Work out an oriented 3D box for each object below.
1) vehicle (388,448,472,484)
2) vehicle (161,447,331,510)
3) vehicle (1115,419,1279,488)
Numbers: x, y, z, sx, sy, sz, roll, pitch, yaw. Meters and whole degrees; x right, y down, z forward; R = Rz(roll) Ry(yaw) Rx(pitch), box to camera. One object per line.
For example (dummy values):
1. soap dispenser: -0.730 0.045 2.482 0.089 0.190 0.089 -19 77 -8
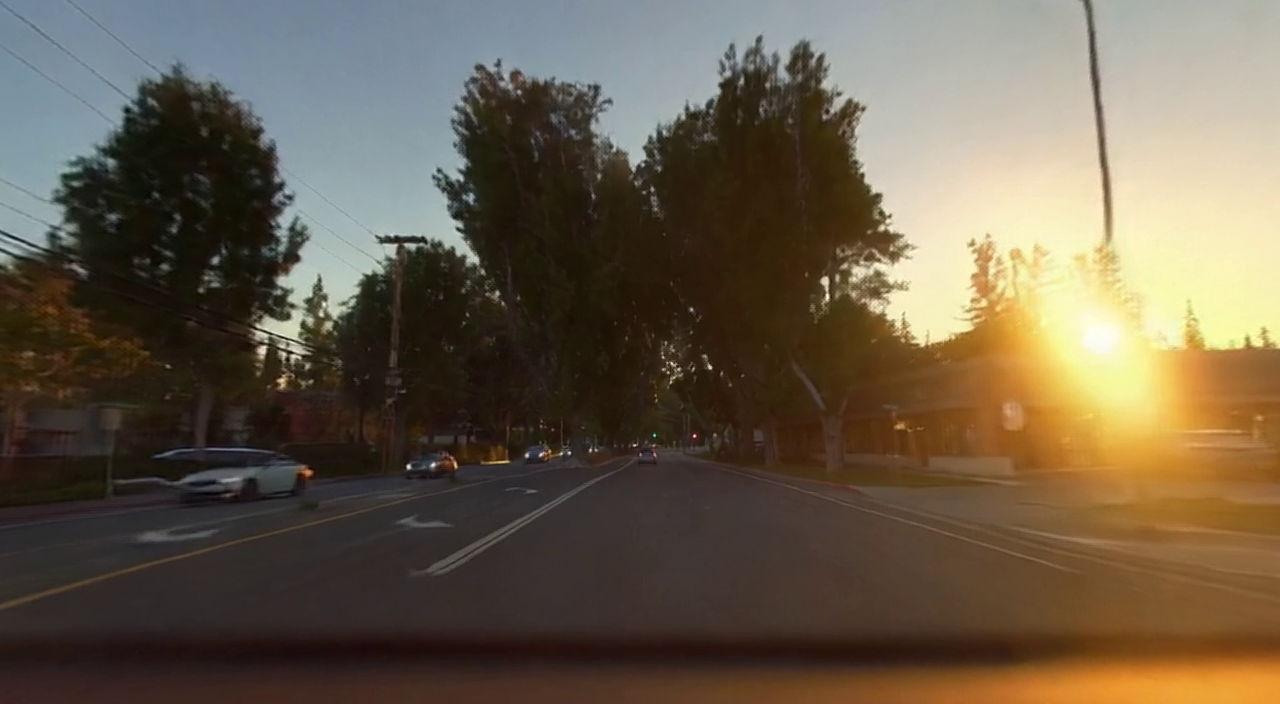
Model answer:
1. vehicle: -9.719 5.305 29.722 2.084 1.517 5.096 0 -8 2
2. vehicle: -10.886 3.475 17.885 1.873 1.516 4.339 0 -8 3
3. vehicle: 17.092 2.978 18.653 2.021 1.753 4.941 0 -9 -3
